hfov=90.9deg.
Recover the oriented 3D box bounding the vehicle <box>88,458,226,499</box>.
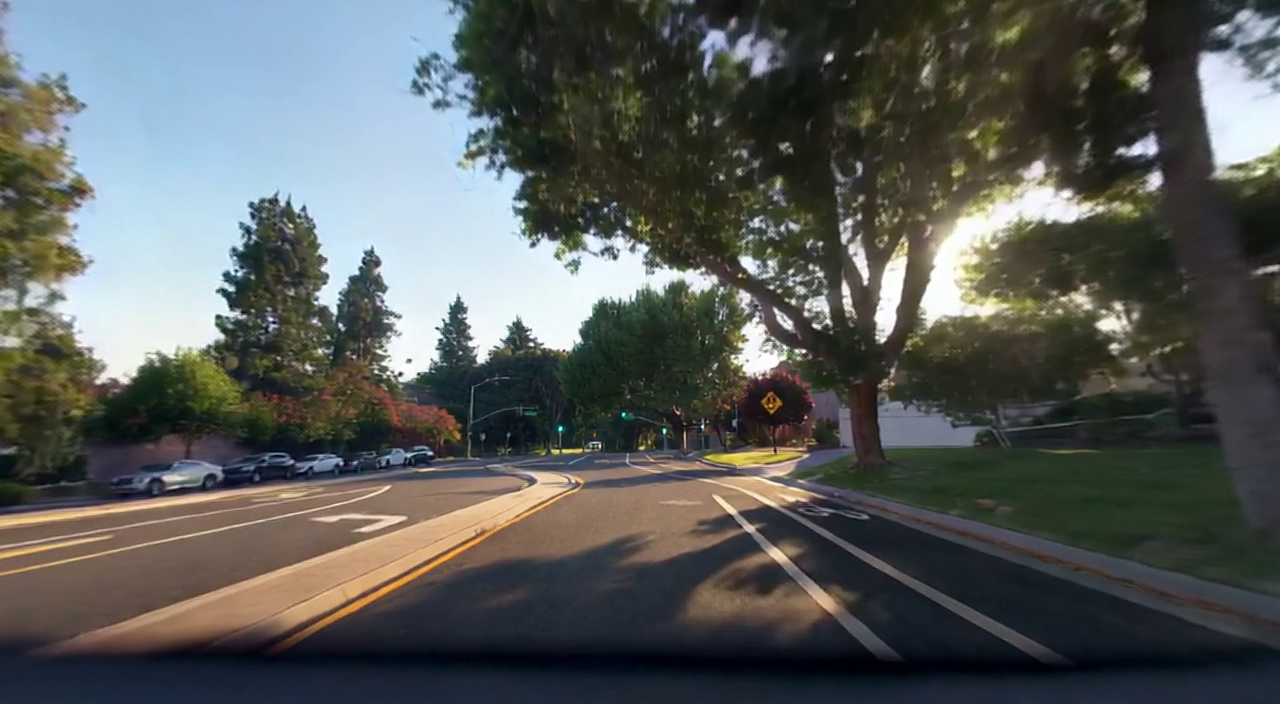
[{"bbox_3d":[-21.560,5.645,28.491,1.919,1.497,5.140,-1,-8,4],"label":"vehicle"}]

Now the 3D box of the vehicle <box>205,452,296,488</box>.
[{"bbox_3d":[-21.557,6.496,35.160,1.974,1.704,4.628,1,-8,2],"label":"vehicle"}]

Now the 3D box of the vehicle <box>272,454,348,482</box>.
[{"bbox_3d":[-21.359,7.505,41.094,1.954,1.575,5.225,0,-8,2],"label":"vehicle"}]

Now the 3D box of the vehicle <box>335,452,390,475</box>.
[{"bbox_3d":[-21.198,8.530,48.406,1.883,1.506,4.863,1,-8,2],"label":"vehicle"}]
